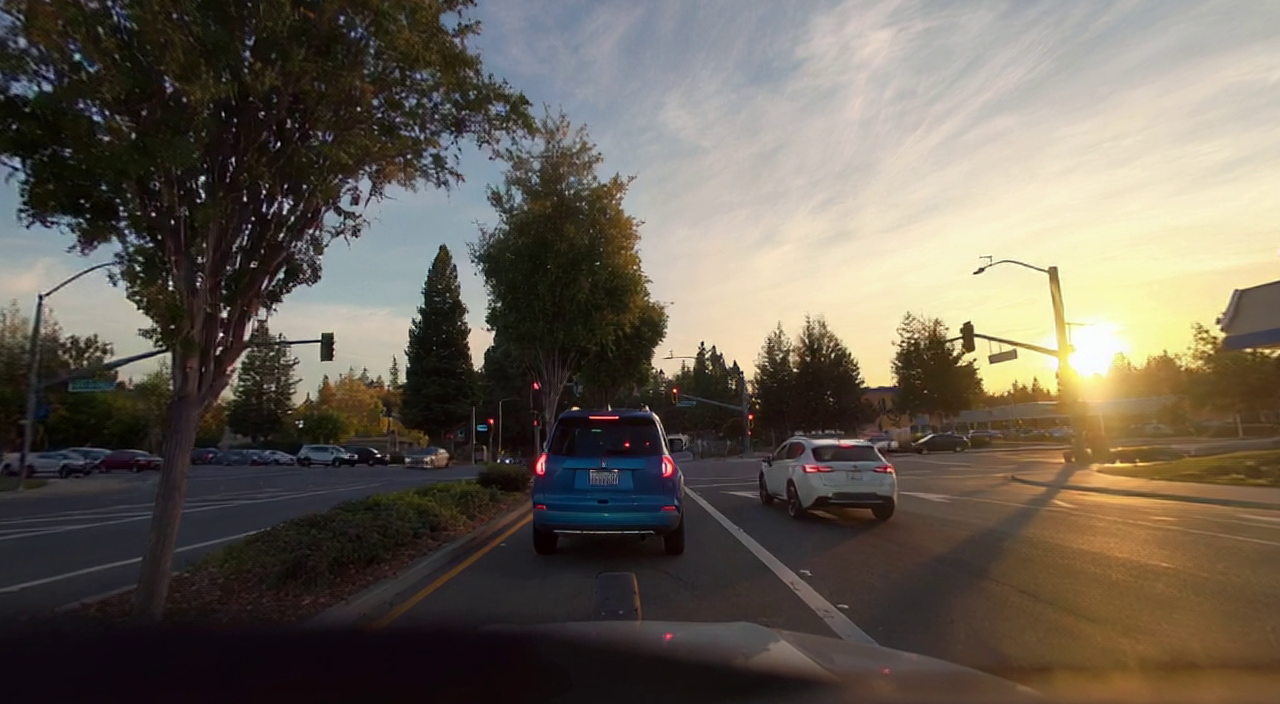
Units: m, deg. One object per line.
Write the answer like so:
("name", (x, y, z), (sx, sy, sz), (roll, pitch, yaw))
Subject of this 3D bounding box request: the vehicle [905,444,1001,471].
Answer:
("vehicle", (17.167, 5.773, 34.782), (4.290, 1.427, 1.751), (0, -9, 2))

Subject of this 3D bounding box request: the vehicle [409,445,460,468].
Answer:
("vehicle", (-13.579, 6.904, 41.979), (1.983, 1.460, 4.456), (0, -9, -2))

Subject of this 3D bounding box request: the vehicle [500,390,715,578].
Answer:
("vehicle", (-0.304, 1.645, 8.621), (2.096, 1.837, 4.687), (0, -9, 0))

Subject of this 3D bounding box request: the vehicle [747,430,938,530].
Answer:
("vehicle", (3.602, 2.375, 12.382), (2.098, 1.555, 4.778), (0, -9, -1))
